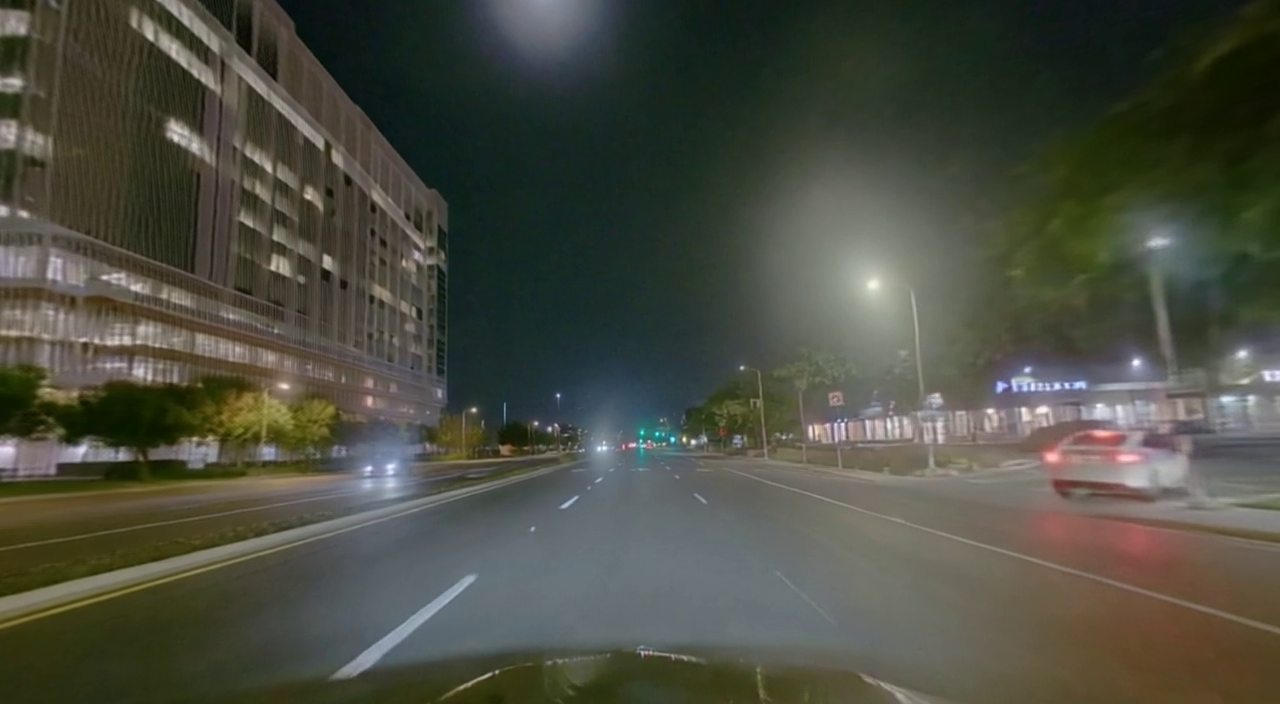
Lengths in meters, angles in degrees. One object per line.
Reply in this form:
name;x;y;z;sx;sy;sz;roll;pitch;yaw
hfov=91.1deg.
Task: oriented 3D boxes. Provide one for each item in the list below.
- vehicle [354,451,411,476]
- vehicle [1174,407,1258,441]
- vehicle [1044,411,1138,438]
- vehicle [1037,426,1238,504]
vehicle;-17.232;7.492;42.277;1.961;1.525;4.332;0;-9;1
vehicle;28.304;3.607;31.033;1.797;1.498;4.412;-4;-9;26
vehicle;30.260;4.929;42.317;1.979;1.592;4.711;4;-9;-23
vehicle;12.768;2.832;16.072;5.061;1.696;2.129;5;-10;-29
